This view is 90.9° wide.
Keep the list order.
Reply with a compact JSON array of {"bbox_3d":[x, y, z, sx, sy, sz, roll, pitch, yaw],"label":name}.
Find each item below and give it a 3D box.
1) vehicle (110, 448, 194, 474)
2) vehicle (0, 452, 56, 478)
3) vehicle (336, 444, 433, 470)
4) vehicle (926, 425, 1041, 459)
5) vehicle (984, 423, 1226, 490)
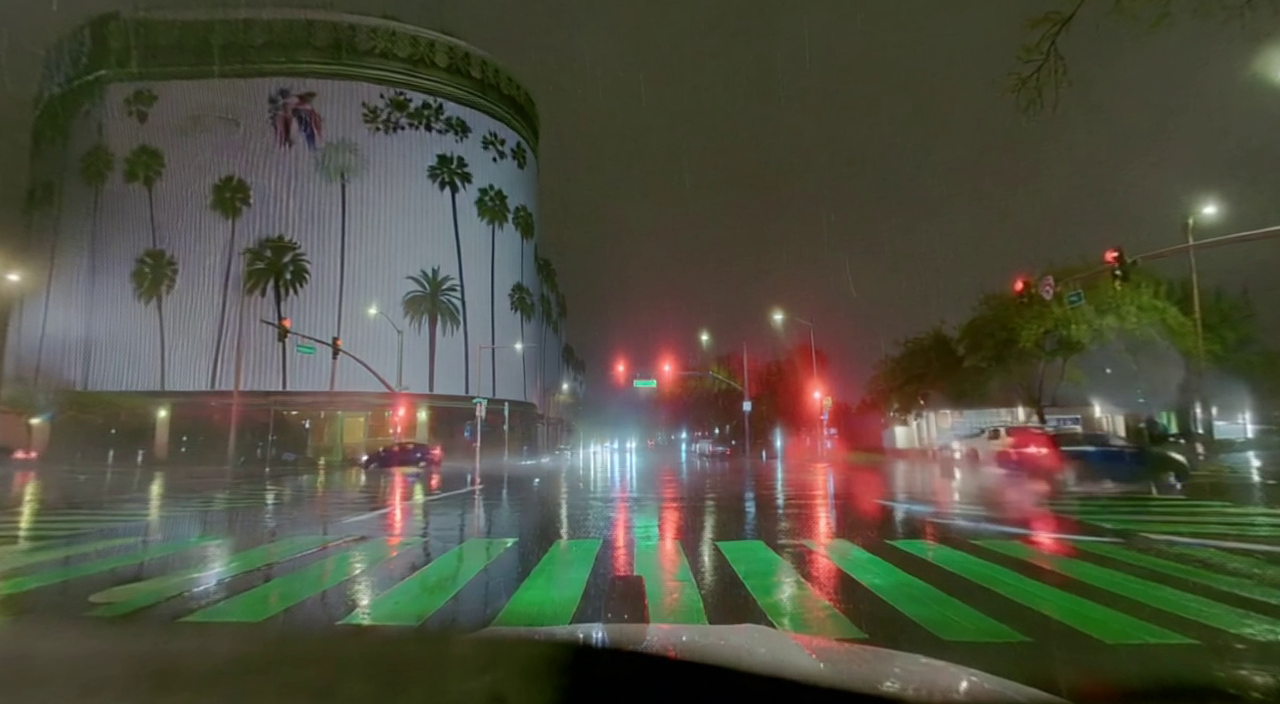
[{"bbox_3d":[-33.070,7.399,42.766,4.136,1.661,1.857,0,-8,0],"label":"vehicle"},{"bbox_3d":[-38.115,6.715,37.531,4.784,1.465,1.798,0,-8,0],"label":"vehicle"},{"bbox_3d":[-14.916,6.170,37.010,4.893,1.458,1.791,0,-8,1],"label":"vehicle"},{"bbox_3d":[20.071,5.302,37.038,5.477,1.880,2.125,0,-8,1],"label":"vehicle"},{"bbox_3d":[12.257,2.777,16.890,4.875,1.669,1.953,0,-8,0],"label":"vehicle"}]
